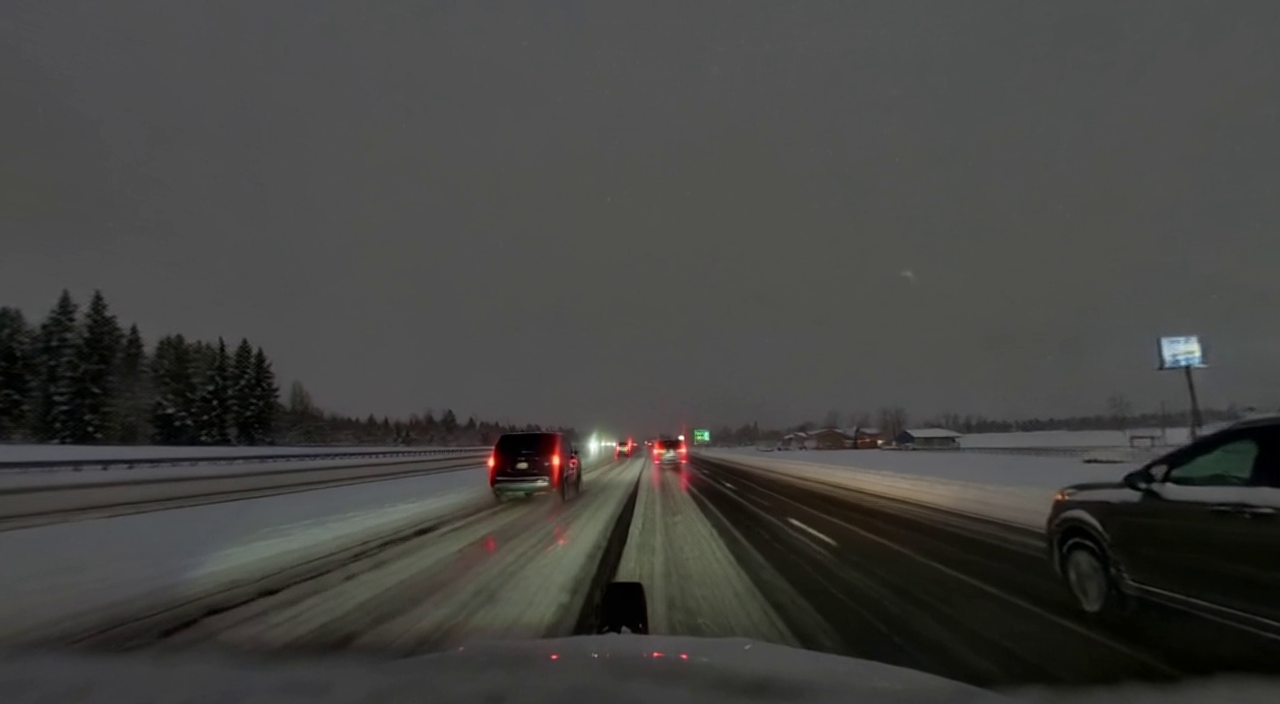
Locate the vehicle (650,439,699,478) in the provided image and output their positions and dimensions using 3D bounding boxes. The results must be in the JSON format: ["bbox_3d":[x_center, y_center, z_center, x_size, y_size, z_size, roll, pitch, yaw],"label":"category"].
[{"bbox_3d":[1.448,4.685,28.032,2.000,1.558,3.945,0,-8,1],"label":"vehicle"}]

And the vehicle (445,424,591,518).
[{"bbox_3d":[-2.502,2.607,14.355,2.239,1.761,4.620,-1,-8,2],"label":"vehicle"}]

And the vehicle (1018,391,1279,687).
[{"bbox_3d":[4.479,1.018,3.465,2.027,1.588,4.611,0,-8,2],"label":"vehicle"}]
